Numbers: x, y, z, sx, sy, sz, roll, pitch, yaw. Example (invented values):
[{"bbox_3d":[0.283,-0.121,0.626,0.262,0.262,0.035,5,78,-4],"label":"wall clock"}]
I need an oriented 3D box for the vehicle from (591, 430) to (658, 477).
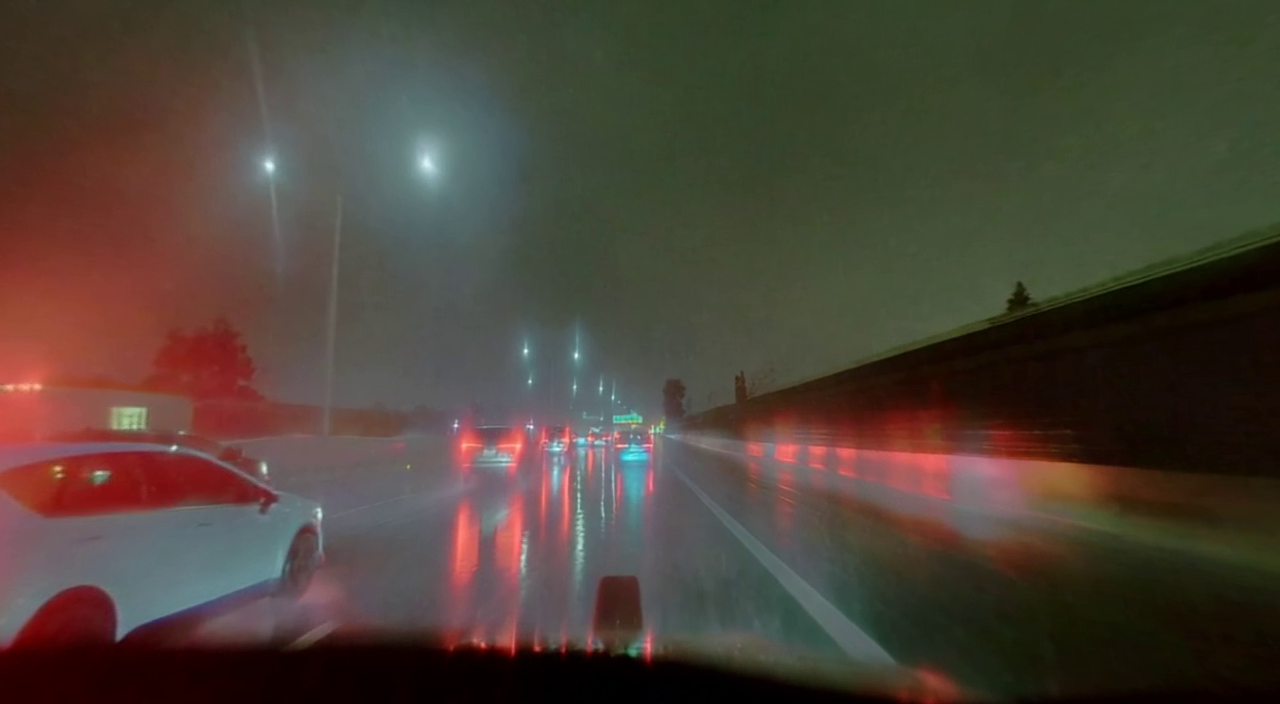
[{"bbox_3d":[-0.501,3.404,21.438,2.070,1.452,3.834,0,-8,-1],"label":"vehicle"}]

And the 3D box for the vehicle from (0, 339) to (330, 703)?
[{"bbox_3d":[-3.824,0.900,3.408,2.107,1.703,4.274,0,-8,0],"label":"vehicle"}]

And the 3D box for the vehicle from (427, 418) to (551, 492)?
[{"bbox_3d":[-3.854,2.712,16.996,2.154,1.690,4.595,0,-8,1],"label":"vehicle"}]

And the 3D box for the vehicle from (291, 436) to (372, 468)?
[{"bbox_3d":[-15.343,4.954,31.580,1.892,1.467,4.376,0,-8,-1],"label":"vehicle"}]
